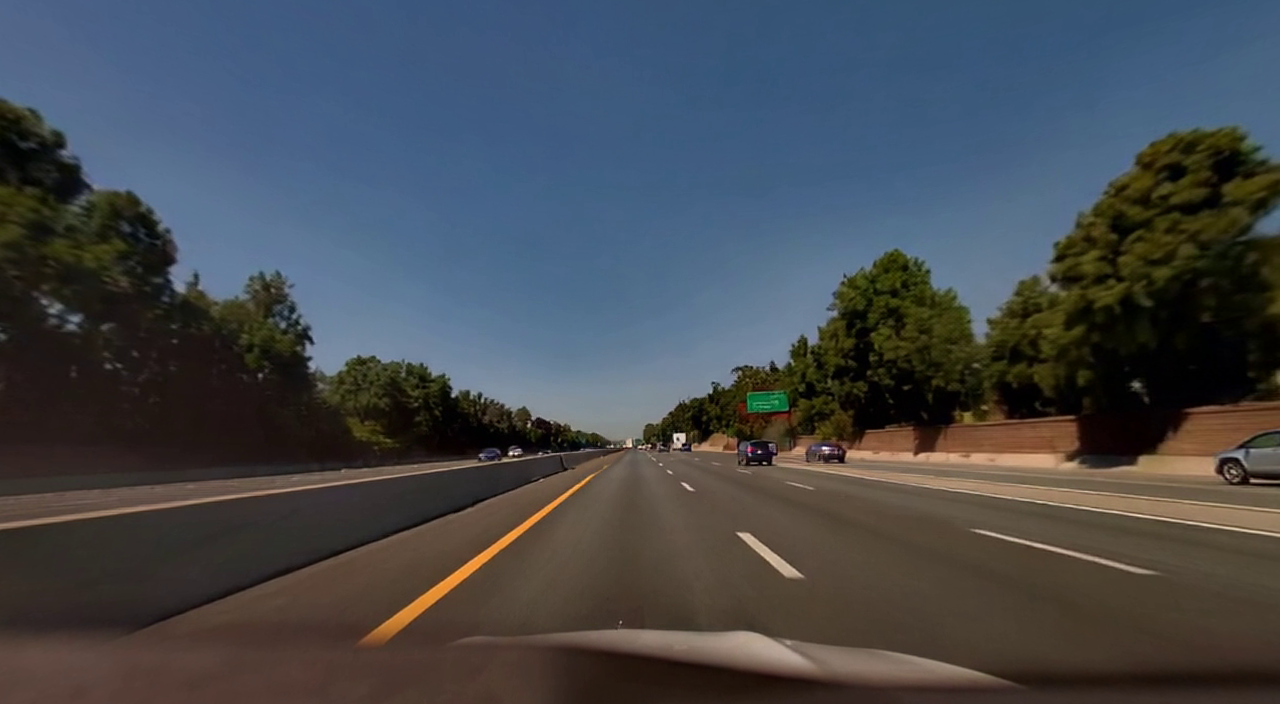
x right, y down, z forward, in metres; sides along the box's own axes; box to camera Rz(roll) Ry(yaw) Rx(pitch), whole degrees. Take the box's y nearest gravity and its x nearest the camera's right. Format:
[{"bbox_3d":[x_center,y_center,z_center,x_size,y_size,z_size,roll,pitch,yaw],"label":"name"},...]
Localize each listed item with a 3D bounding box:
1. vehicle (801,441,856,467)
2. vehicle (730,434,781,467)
[{"bbox_3d":[11.211,6.092,37.834,1.931,1.479,4.183,0,-8,-1],"label":"vehicle"},{"bbox_3d":[6.777,5.862,37.580,2.098,1.820,4.505,0,-8,-2],"label":"vehicle"}]
